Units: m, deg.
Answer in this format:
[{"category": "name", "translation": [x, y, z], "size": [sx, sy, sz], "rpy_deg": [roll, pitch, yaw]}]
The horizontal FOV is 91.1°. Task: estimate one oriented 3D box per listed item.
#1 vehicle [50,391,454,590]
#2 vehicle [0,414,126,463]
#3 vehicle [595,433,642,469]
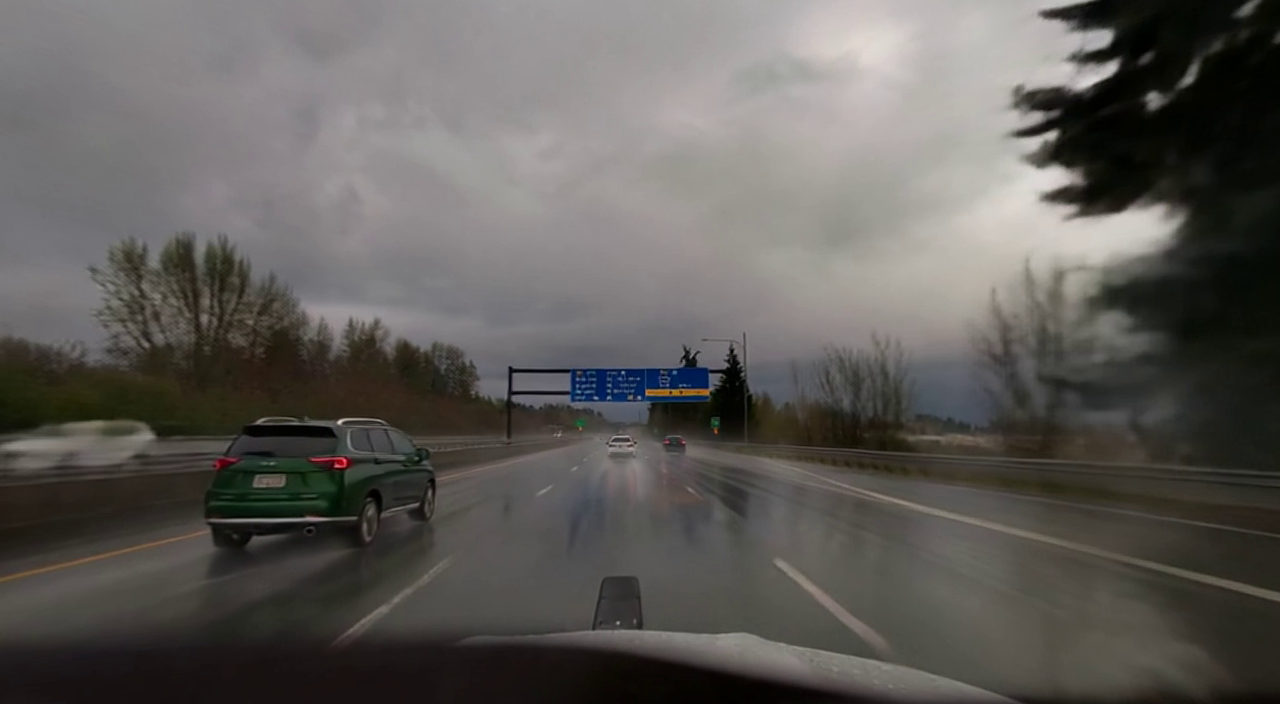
[{"category": "vehicle", "translation": [-3.997, 1.485, 7.707], "size": [2.111, 1.689, 4.505], "rpy_deg": [0, -8, -1]}, {"category": "vehicle", "translation": [-20.439, 2.948, 21.430], "size": [2.003, 1.476, 4.565], "rpy_deg": [0, -8, -1]}, {"category": "vehicle", "translation": [-0.959, 4.513, 28.965], "size": [2.010, 1.534, 4.013], "rpy_deg": [0, -8, -2]}]
